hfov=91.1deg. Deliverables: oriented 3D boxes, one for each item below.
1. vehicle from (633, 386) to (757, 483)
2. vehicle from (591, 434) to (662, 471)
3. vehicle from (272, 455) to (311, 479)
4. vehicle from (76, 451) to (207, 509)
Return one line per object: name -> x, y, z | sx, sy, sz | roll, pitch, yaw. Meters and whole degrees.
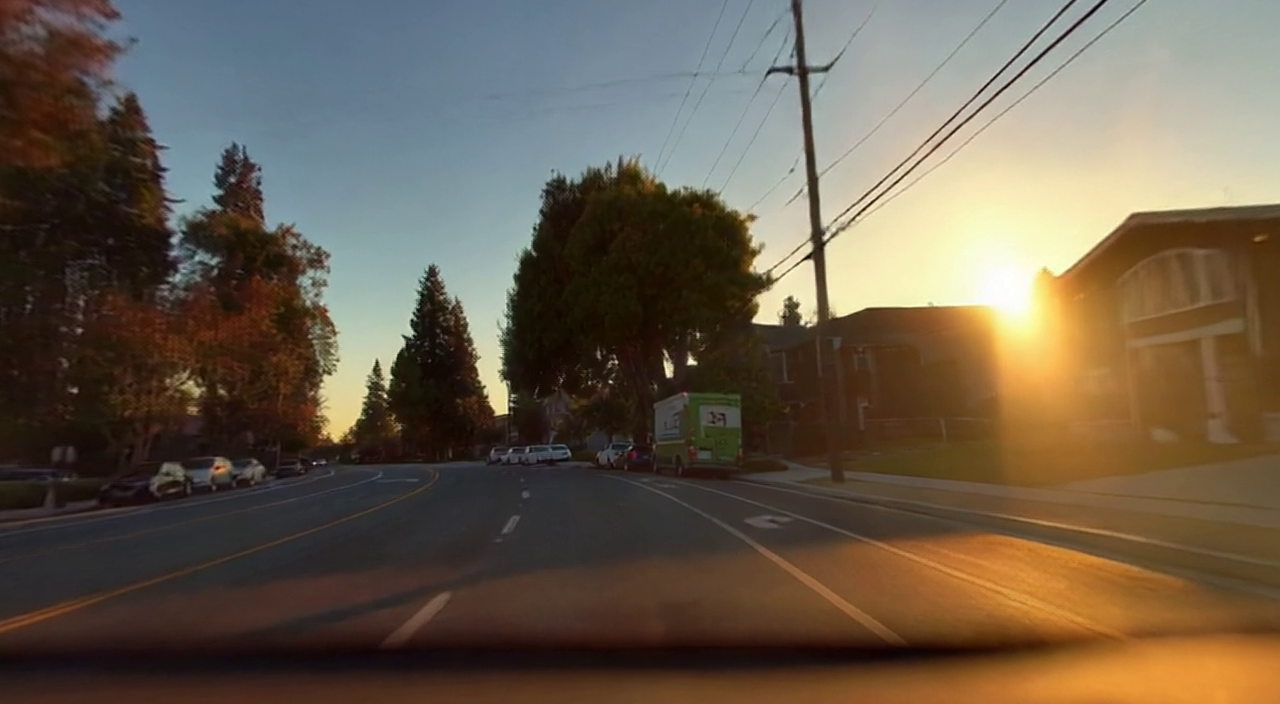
vehicle -> 1.907, 3.438, 25.750 | 2.918, 3.319, 7.595 | 2, -9, -12
vehicle -> -0.896, 5.633, 35.386 | 2.251, 1.868, 6.178 | 3, -9, -18
vehicle -> -26.929, 8.882, 48.614 | 1.949, 1.456, 4.497 | 2, -7, -20
vehicle -> -17.823, 4.541, 22.751 | 1.976, 1.797, 4.249 | 2, -9, -13
